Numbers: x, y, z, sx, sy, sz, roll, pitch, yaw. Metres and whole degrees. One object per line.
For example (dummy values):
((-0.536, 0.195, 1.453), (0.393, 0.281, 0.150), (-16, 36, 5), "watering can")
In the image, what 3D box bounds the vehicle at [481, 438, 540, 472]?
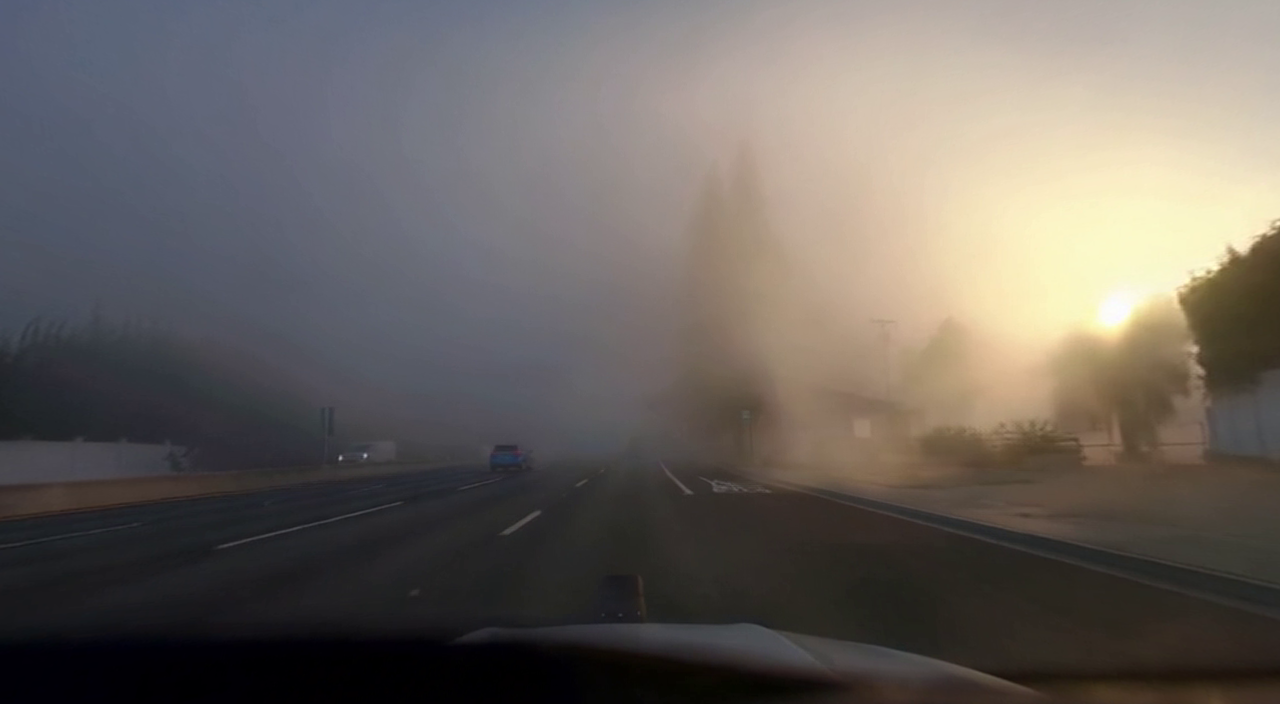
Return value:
((-7.023, 5.646, 34.835), (2.115, 1.711, 4.722), (0, -9, 2), "vehicle")
